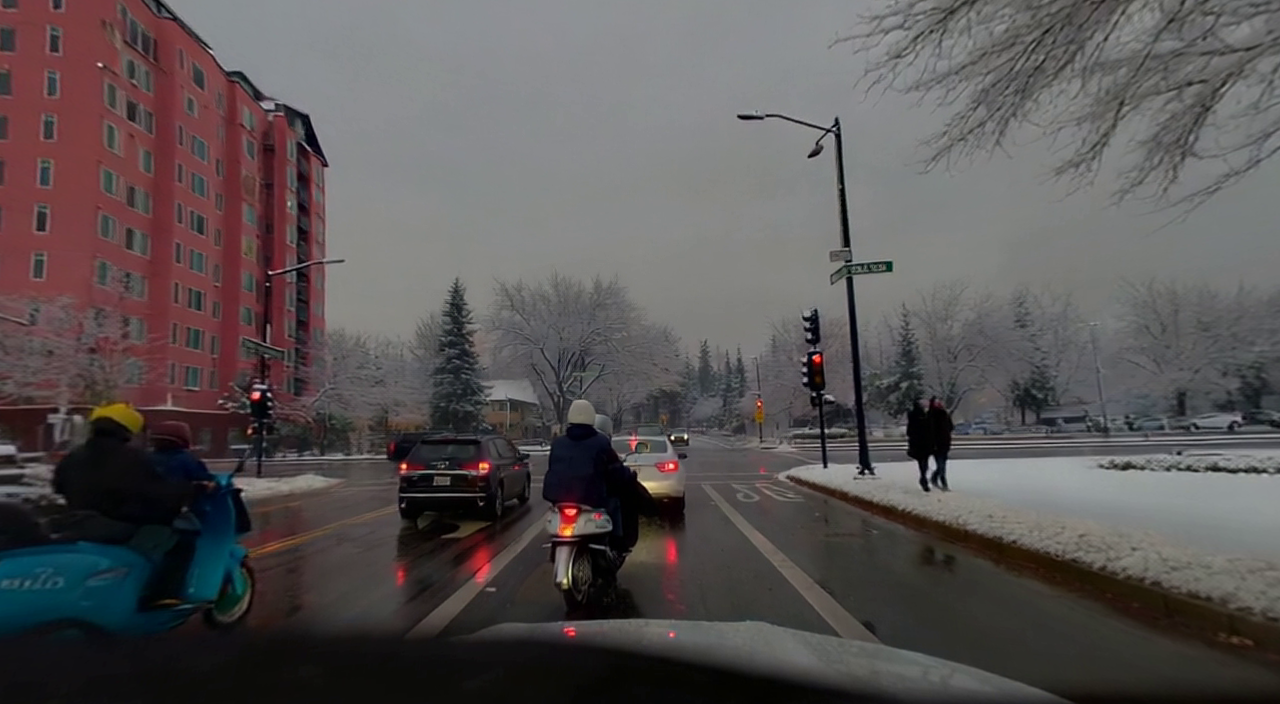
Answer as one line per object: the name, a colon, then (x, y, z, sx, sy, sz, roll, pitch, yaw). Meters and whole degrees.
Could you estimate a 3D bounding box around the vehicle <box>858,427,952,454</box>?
vehicle: (15.323, 5.177, 36.580, 4.661, 1.456, 1.862, -6, -10, 34)

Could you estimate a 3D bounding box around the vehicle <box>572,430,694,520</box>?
vehicle: (-0.077, 2.359, 12.578, 2.025, 1.458, 4.085, -1, -9, 1)

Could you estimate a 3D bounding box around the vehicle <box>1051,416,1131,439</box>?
vehicle: (30.820, 5.193, 43.142, 1.751, 1.420, 4.027, 8, -12, -42)

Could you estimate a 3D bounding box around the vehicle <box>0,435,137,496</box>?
vehicle: (-28.890, 5.642, 31.353, 5.890, 2.393, 2.346, -5, -7, 1)

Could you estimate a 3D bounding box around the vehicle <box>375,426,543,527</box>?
vehicle: (-3.261, 2.330, 12.331, 1.935, 1.615, 4.073, -1, -9, 2)

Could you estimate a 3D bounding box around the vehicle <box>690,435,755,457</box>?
vehicle: (5.821, 6.630, 44.325, 4.511, 1.464, 1.816, 6, -11, -37)
